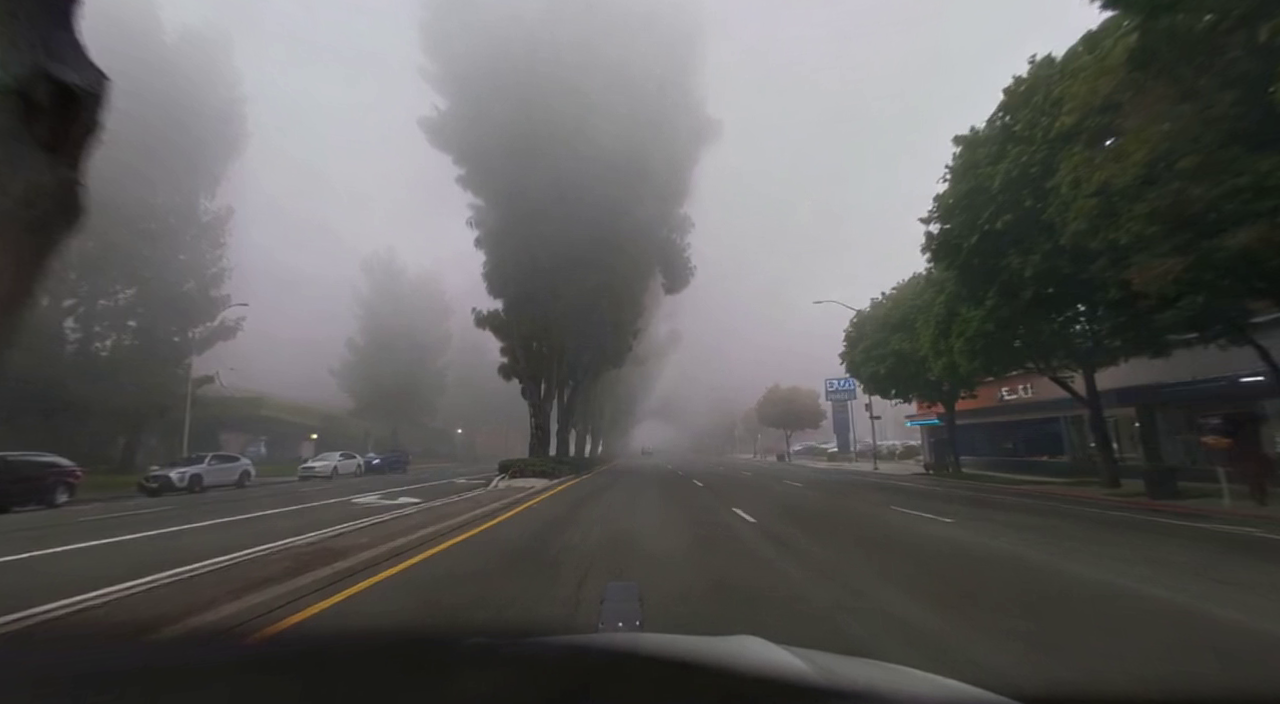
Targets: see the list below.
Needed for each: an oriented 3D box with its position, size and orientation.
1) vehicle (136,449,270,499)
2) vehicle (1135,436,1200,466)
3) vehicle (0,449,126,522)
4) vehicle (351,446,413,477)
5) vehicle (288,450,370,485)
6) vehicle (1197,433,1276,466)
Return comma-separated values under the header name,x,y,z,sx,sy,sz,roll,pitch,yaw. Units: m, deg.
name,x,y,z,sx,sy,sz,roll,pitch,yaw
vehicle,-16.624,4.610,24.378,1.898,1.661,4.471,0,-8,1
vehicle,27.075,5.029,32.371,3.644,1.407,1.718,6,-10,-38
vehicle,-16.480,3.406,16.359,2.191,1.696,4.812,0,-8,1
vehicle,-16.840,7.138,41.498,1.993,1.887,4.722,0,-8,0
vehicle,-16.638,6.167,34.099,1.944,1.669,4.613,0,-8,1
vehicle,28.821,4.683,30.483,4.049,1.473,2.026,6,-10,-37
